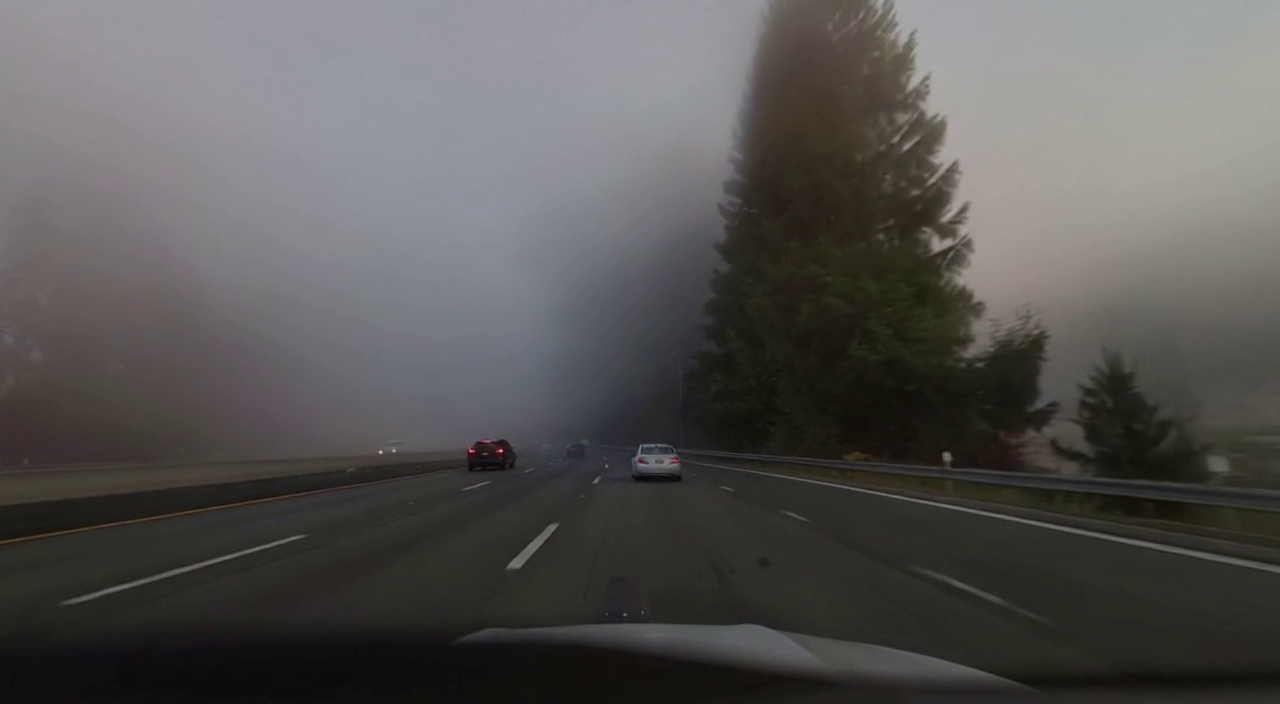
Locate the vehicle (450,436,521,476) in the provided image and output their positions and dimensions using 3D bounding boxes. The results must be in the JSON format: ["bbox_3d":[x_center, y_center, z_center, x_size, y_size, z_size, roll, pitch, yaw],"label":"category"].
[{"bbox_3d":[-7.086,4.830,29.411,2.221,1.693,4.631,0,-9,-1],"label":"vehicle"}]

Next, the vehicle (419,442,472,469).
[{"bbox_3d":[-11.528,6.159,37.664,2.041,1.534,4.140,0,-9,-2],"label":"vehicle"}]

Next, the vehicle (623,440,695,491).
[{"bbox_3d":[0.490,3.532,19.976,2.051,1.444,3.927,0,-9,-1],"label":"vehicle"}]
